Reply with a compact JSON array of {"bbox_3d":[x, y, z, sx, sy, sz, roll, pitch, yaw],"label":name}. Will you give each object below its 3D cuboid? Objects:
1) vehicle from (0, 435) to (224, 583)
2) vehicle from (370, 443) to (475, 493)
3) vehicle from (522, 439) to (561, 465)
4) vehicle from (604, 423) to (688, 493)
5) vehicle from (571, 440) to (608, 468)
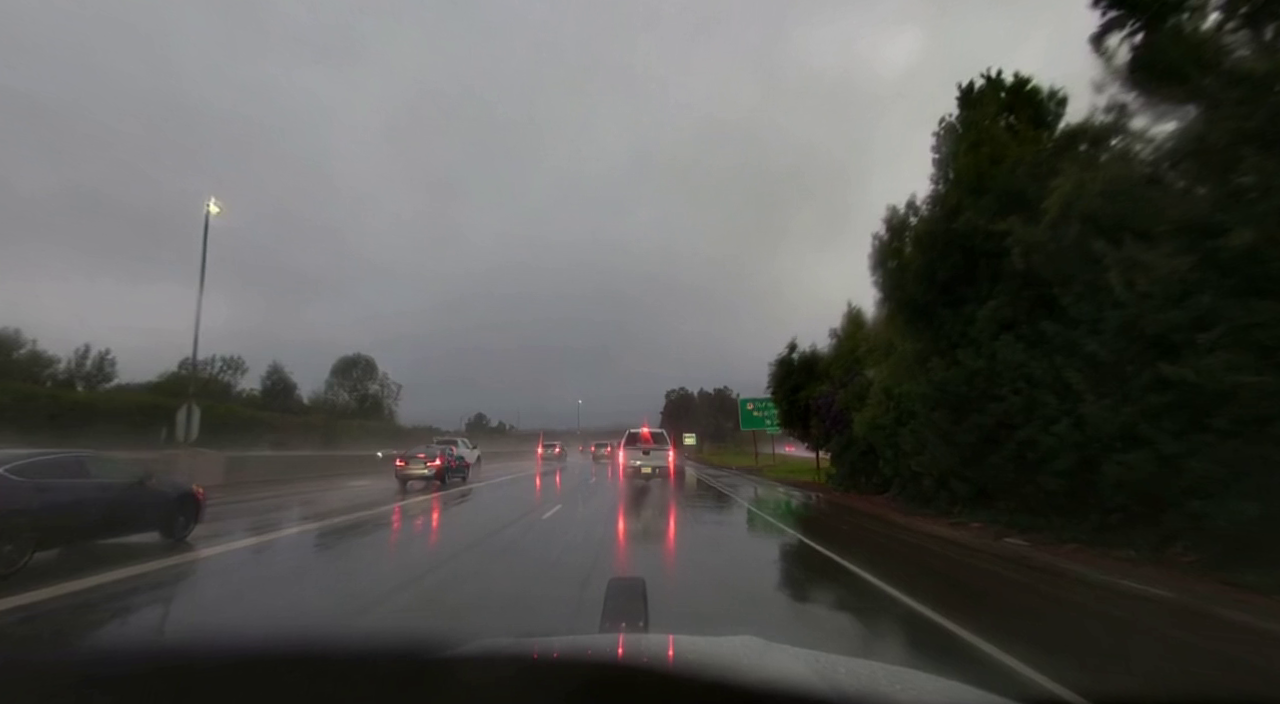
[{"bbox_3d":[-7.298,1.735,7.410,1.864,1.458,4.295,0,-9,0],"label":"vehicle"},{"bbox_3d":[-7.028,3.770,20.861,1.869,1.466,4.217,0,-9,1],"label":"vehicle"},{"bbox_3d":[-7.159,7.333,46.444,2.106,1.816,4.936,0,-9,0],"label":"vehicle"},{"bbox_3d":[0.170,3.032,18.203,2.152,1.779,3.924,0,-9,1],"label":"vehicle"},{"bbox_3d":[-3.151,6.440,39.981,1.952,1.649,4.131,0,-9,1],"label":"vehicle"}]
